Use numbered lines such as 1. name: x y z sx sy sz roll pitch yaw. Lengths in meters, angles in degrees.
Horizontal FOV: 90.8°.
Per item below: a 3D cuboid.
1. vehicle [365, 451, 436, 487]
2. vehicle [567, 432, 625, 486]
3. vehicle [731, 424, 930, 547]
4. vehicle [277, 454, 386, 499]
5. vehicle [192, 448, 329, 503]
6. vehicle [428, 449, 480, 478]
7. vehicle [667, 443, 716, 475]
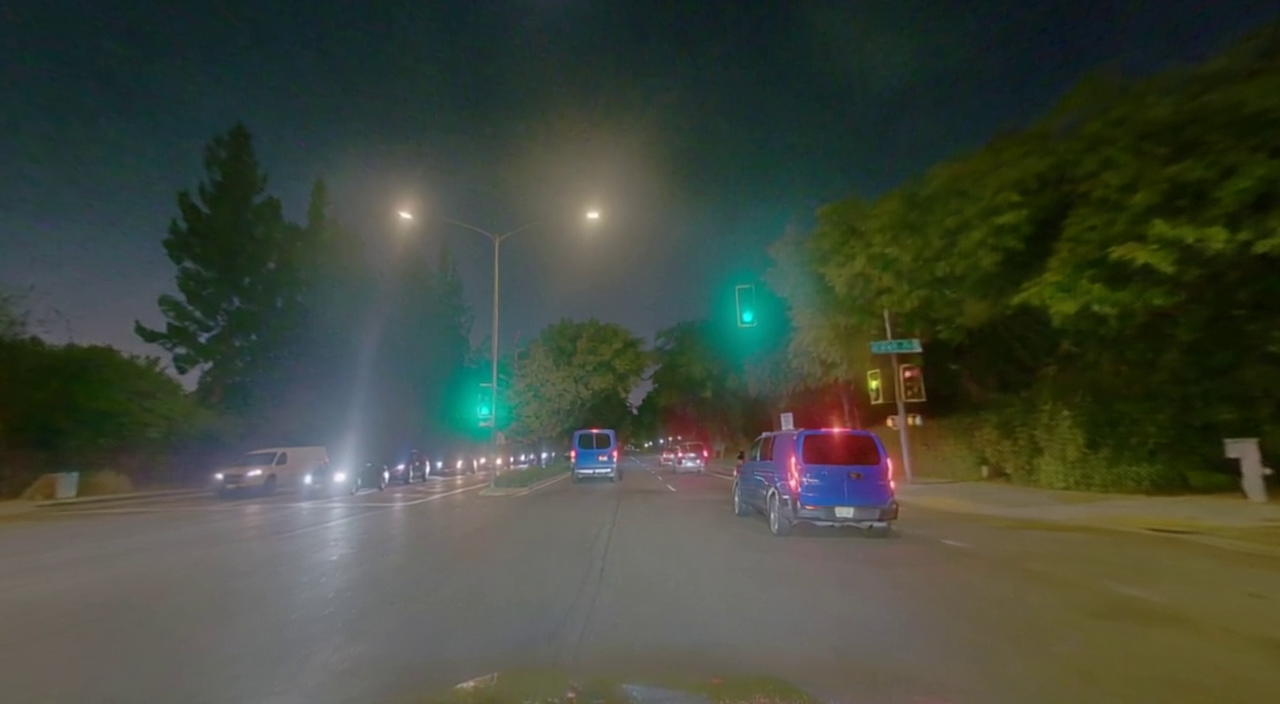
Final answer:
1. vehicle: -11.781 5.746 31.408 1.956 1.625 4.123 0 -9 0
2. vehicle: -1.746 4.476 26.699 2.228 2.054 4.309 0 -9 -1
3. vehicle: 2.932 2.156 10.836 1.965 1.671 4.146 0 -9 -2
4. vehicle: -11.763 4.756 24.481 2.128 1.496 4.432 0 -9 -2
5. vehicle: -15.561 5.052 26.450 2.299 2.015 5.743 0 -9 -2
6. vehicle: -11.591 6.969 39.640 1.988 1.689 4.047 0 -9 0
7. vehicle: 2.799 5.957 35.468 2.248 1.692 4.252 0 -8 -2
